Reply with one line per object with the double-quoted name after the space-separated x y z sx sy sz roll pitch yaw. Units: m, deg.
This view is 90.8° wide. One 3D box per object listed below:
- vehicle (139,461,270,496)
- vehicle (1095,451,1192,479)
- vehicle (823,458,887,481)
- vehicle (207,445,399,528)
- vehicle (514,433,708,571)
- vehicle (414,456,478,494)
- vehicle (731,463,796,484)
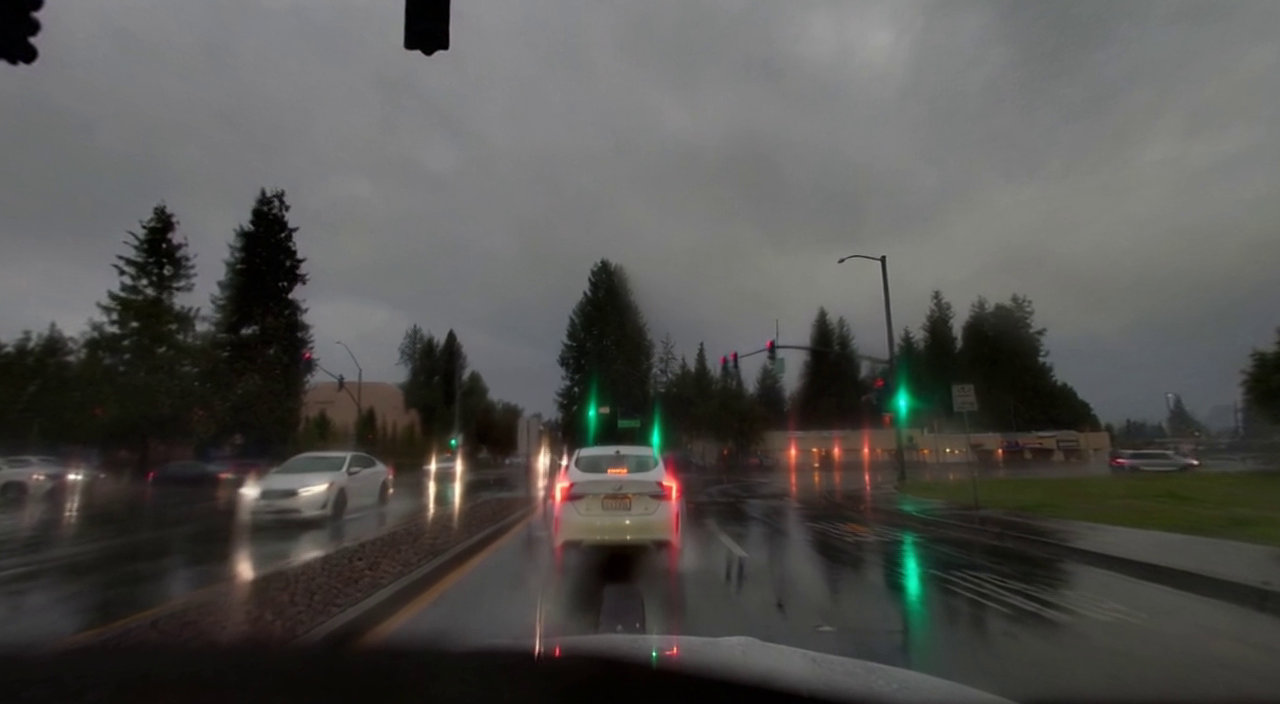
-20.078 5.834 29.320 4.548 1.449 1.802 2 -9 -14 "vehicle"
28.086 6.267 35.248 4.601 1.485 1.929 3 -9 -18 "vehicle"
16.550 9.033 48.640 4.337 1.637 1.860 2 -9 -16 "vehicle"
-6.890 2.752 13.606 2.073 1.459 4.495 1 -9 -7 "vehicle"
-0.345 1.966 9.093 2.112 1.479 4.264 0 -9 -1 "vehicle"
-8.901 5.654 29.417 2.078 1.534 4.646 1 -9 -8 "vehicle"
9.118 8.955 46.630 4.254 1.359 1.895 2 -9 -15 "vehicle"
